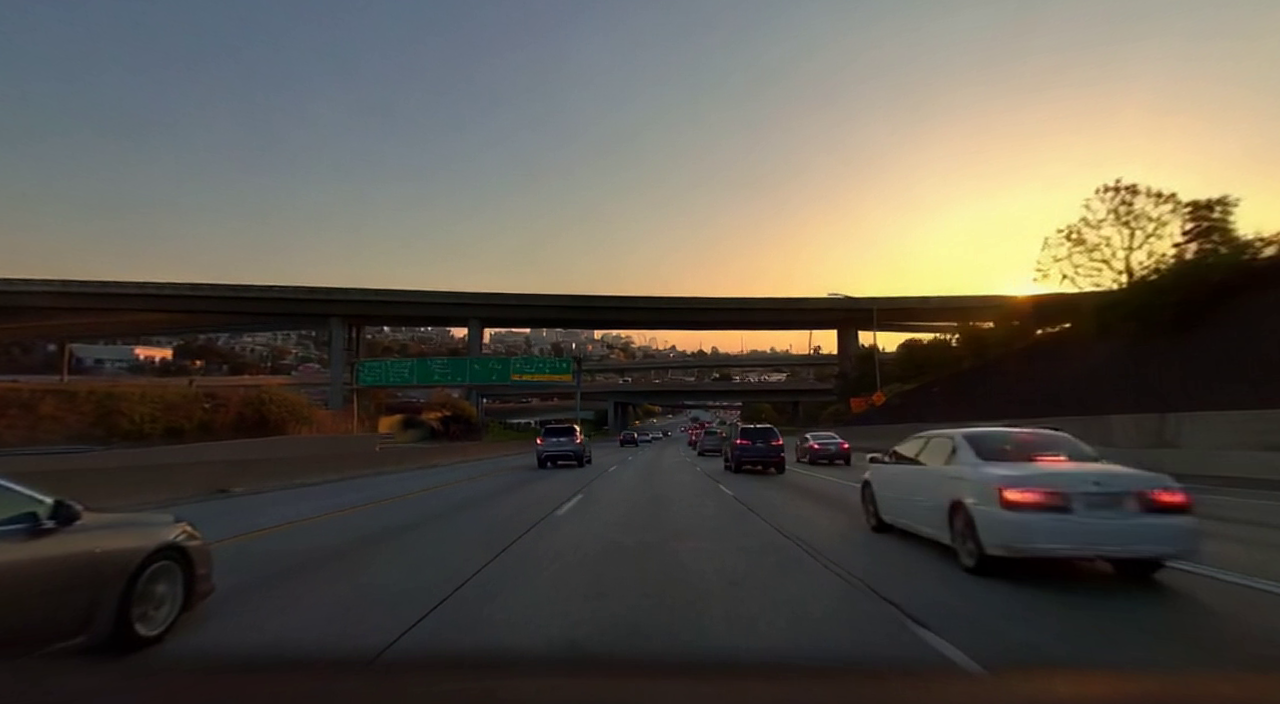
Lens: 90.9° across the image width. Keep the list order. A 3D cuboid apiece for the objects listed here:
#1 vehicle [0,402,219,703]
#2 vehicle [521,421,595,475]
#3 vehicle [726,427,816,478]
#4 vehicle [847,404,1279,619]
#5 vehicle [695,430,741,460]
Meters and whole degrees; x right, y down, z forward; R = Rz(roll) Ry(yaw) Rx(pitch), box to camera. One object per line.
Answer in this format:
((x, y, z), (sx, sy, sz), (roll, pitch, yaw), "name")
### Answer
((-3.649, 0.831, 1.726), (1.914, 1.476, 4.416), (-1, -8, 1), "vehicle")
((-2.873, 3.471, 22.991), (2.006, 1.741, 4.277), (-1, -8, 2), "vehicle")
((4.231, 3.342, 21.193), (1.999, 1.482, 4.743), (-1, -8, 0), "vehicle")
((4.035, 1.447, 6.767), (2.088, 1.491, 4.549), (-1, -8, 0), "vehicle")
((4.166, 5.060, 34.367), (1.933, 1.492, 4.125), (-1, -8, 0), "vehicle")
